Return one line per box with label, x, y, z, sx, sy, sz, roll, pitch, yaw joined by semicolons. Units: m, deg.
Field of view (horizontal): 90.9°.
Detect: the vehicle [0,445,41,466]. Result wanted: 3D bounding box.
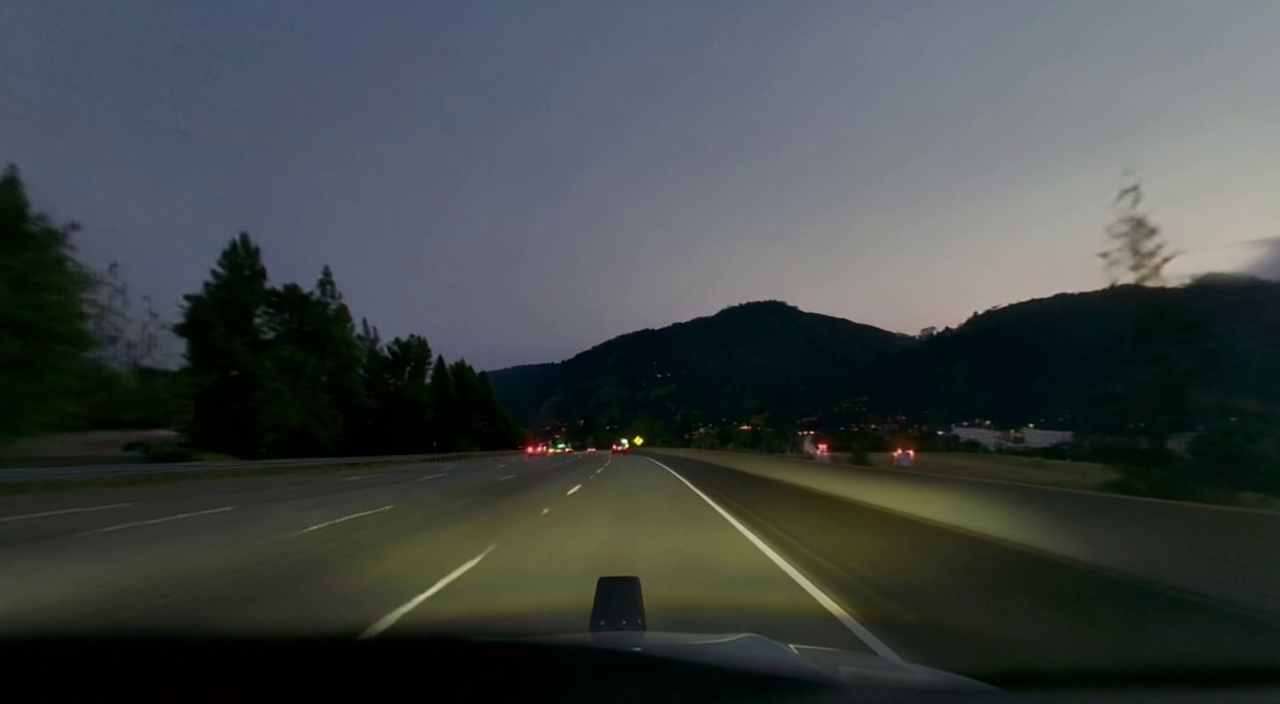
vehicle;-44.061;7.132;43.414;1.652;1.413;4.032;0;-9;-2
